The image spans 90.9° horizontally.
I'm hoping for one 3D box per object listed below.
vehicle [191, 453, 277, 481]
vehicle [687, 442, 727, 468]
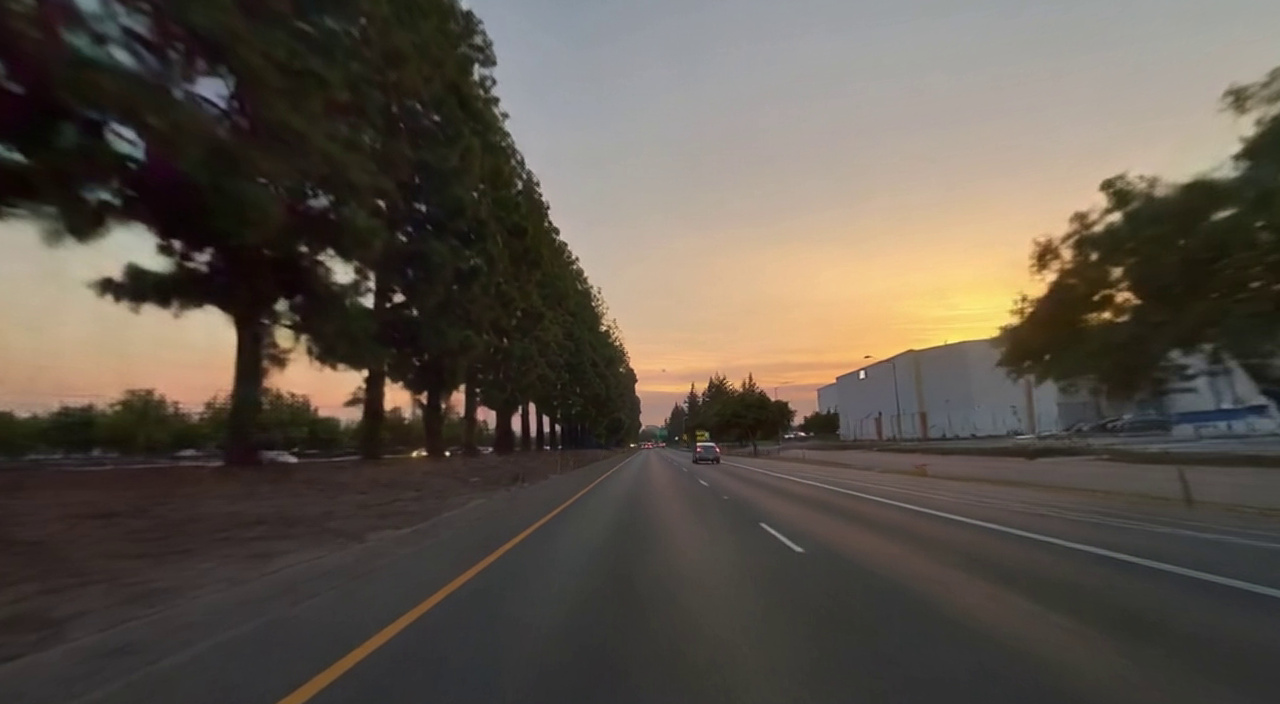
[{"bbox_3d":[-24.241,6.830,37.878,1.882,1.484,4.811,0,-8,1],"label":"vehicle"},{"bbox_3d":[4.167,6.484,39.990,2.062,1.518,4.026,0,-8,0],"label":"vehicle"}]
